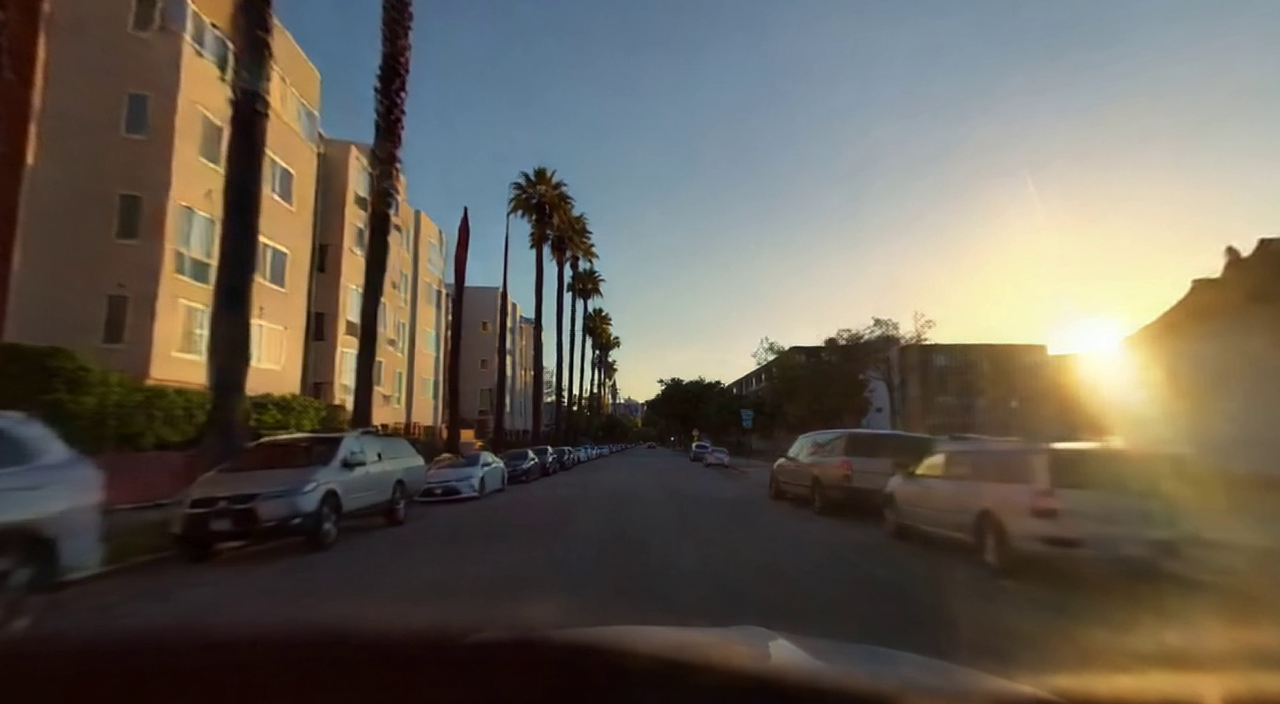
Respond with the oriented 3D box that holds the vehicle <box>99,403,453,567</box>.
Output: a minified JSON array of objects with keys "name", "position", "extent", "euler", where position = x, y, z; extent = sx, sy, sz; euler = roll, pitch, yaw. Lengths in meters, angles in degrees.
[{"name":"vehicle","position":[-5.351,2.084,10.843],"extent":[2.227,1.967,6.220],"euler":[0,-9,2]}]

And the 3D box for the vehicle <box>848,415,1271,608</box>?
[{"name":"vehicle","position":[4.630,1.815,8.231],"extent":[2.220,1.738,4.800],"euler":[0,-9,1]}]

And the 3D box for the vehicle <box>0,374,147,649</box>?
[{"name":"vehicle","position":[-5.466,0.951,3.303],"extent":[2.087,1.896,4.554],"euler":[0,-8,-1]}]

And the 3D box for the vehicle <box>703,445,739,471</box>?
[{"name":"vehicle","position":[5.219,6.908,41.415],"extent":[1.991,1.525,5.203],"euler":[0,-9,3]}]

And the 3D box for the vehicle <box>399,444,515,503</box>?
[{"name":"vehicle","position":[-5.290,3.557,18.976],"extent":[2.031,1.505,4.540],"euler":[0,-9,1]}]
